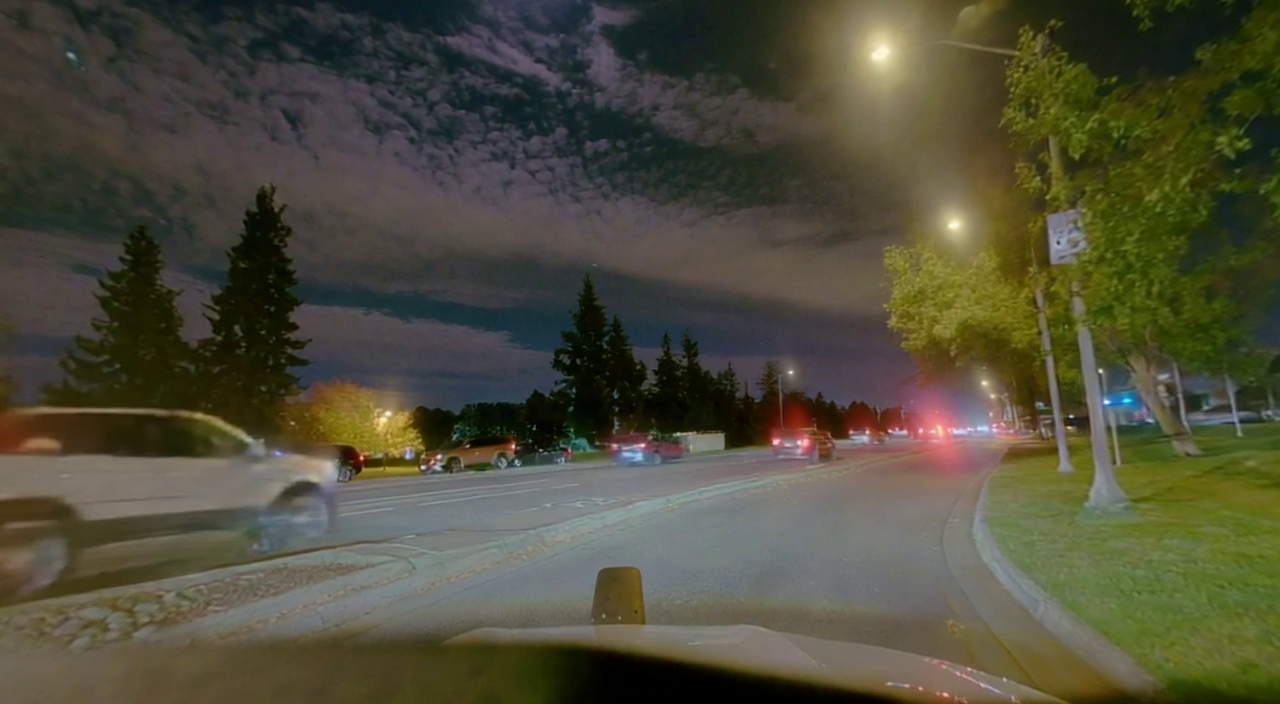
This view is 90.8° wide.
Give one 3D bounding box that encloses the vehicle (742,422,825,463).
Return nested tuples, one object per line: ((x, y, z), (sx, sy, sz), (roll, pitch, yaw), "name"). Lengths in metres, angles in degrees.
((7.478, 4.621, 32.496), (1.954, 1.639, 5.229), (-9, -8, 38), "vehicle")

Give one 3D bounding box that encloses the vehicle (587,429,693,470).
((0.104, 4.399, 28.593), (2.183, 1.651, 4.928), (-8, -11, 38), "vehicle")

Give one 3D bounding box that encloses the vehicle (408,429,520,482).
((-8.633, 5.042, 31.393), (2.134, 1.924, 4.911), (-6, -4, 41), "vehicle")

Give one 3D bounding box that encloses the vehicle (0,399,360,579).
((-6.830, 1.719, 8.796), (4.748, 1.936, 2.517), (5, -10, -45), "vehicle")
